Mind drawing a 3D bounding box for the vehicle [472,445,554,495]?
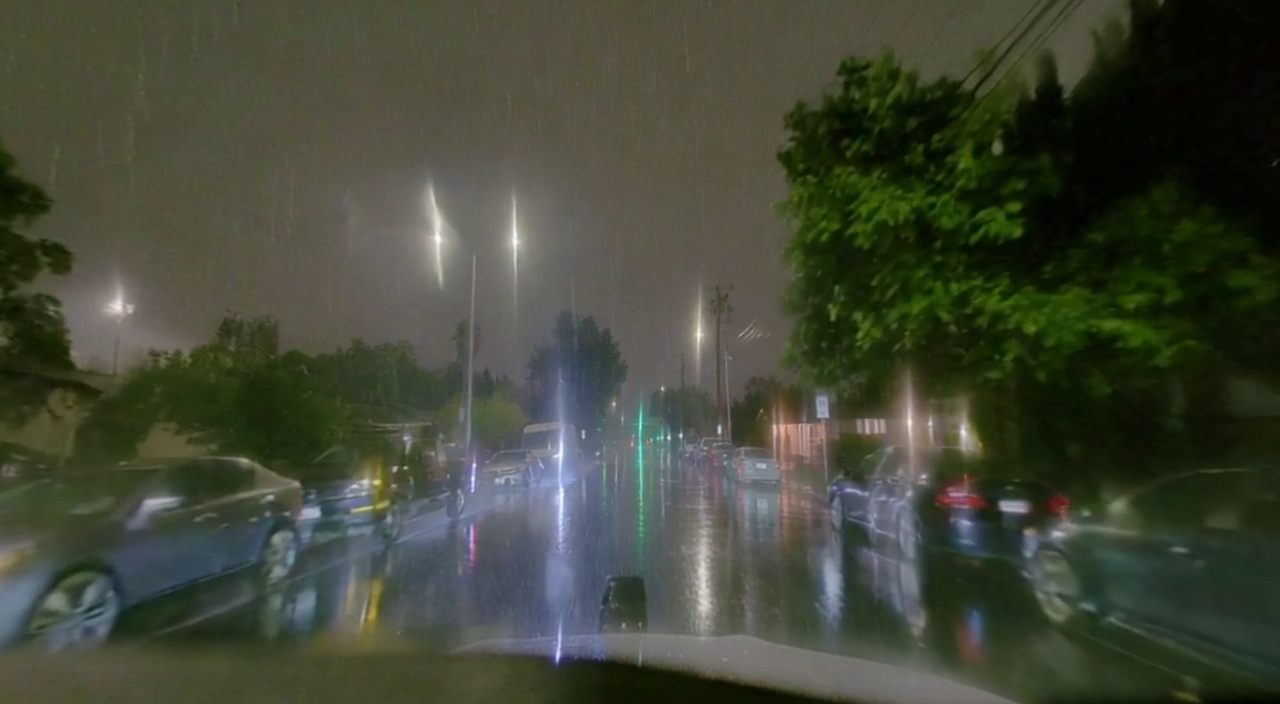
[{"bbox_3d":[-4.680,4.381,23.860,2.023,1.568,4.942,-3,-9,1],"label":"vehicle"}]

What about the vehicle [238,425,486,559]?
[{"bbox_3d":[-4.600,2.372,11.591,2.154,1.796,5.294,-2,-8,0],"label":"vehicle"}]

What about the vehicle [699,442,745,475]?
[{"bbox_3d":[4.211,5.537,32.961,1.839,1.520,4.498,3,-8,1],"label":"vehicle"}]

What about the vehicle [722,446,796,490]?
[{"bbox_3d":[4.263,4.206,23.180,1.846,1.351,4.272,2,-8,-1],"label":"vehicle"}]

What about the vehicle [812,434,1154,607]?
[{"bbox_3d":[4.121,2.033,8.669,2.068,1.532,4.663,5,-8,0],"label":"vehicle"}]

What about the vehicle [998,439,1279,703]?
[{"bbox_3d":[4.170,1.230,3.427,1.852,1.487,4.327,0,-8,0],"label":"vehicle"}]

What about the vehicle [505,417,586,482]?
[{"bbox_3d":[-4.320,4.609,29.853,2.470,2.613,5.989,-4,-9,4],"label":"vehicle"}]

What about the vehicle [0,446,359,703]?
[{"bbox_3d":[-4.651,1.695,5.803,2.008,1.524,4.602,-1,-8,0],"label":"vehicle"}]
